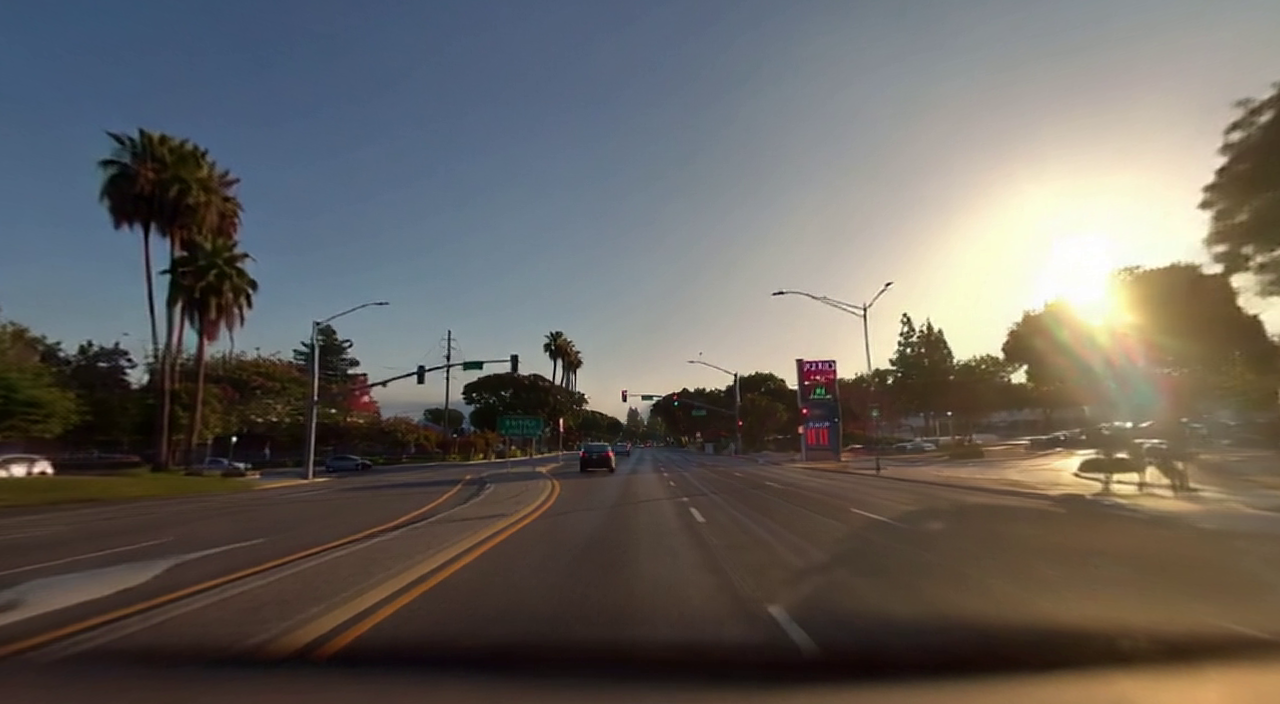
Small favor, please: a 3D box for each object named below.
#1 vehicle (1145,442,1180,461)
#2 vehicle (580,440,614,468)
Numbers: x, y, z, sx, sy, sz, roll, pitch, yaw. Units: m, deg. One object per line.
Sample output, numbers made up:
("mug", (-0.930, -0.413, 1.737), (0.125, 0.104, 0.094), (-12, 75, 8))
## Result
("vehicle", (41.417, 7.887, 49.999), (1.821, 1.442, 3.914), (-8, -11, 41))
("vehicle", (-2.692, 6.343, 39.305), (1.990, 1.639, 3.885), (0, -9, -5))
